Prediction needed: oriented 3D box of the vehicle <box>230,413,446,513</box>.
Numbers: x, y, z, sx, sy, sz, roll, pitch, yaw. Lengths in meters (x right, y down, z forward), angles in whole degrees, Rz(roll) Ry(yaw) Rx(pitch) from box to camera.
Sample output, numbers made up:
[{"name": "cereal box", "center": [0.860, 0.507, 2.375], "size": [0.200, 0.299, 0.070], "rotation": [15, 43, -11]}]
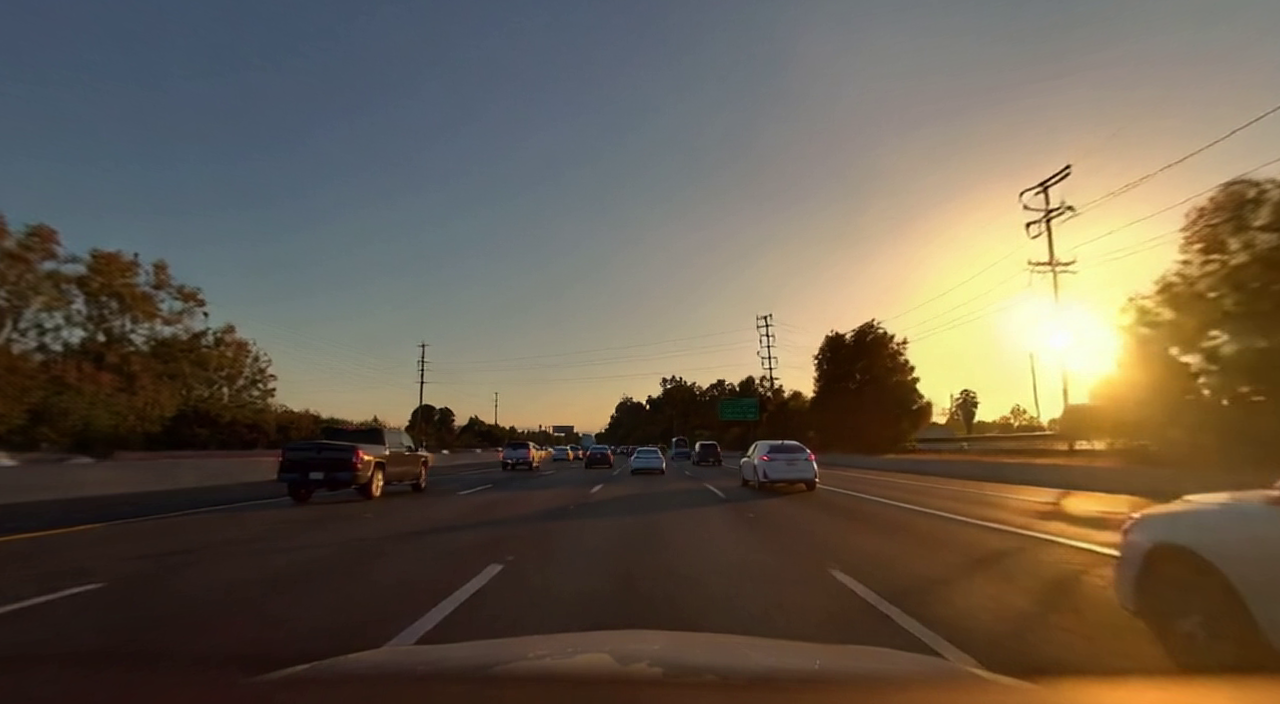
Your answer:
[{"name": "vehicle", "center": [-6.838, 2.618, 15.355], "size": [2.269, 1.936, 5.777], "rotation": [0, -9, 2]}]

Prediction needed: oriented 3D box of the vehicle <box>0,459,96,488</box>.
[{"name": "vehicle", "center": [-34.237, 6.996, 36.586], "size": [1.703, 1.479, 3.957], "rotation": [0, -9, 1]}]

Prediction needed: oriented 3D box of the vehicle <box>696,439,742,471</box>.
[{"name": "vehicle", "center": [4.623, 6.099, 37.563], "size": [2.195, 1.778, 4.455], "rotation": [0, -9, 1]}]

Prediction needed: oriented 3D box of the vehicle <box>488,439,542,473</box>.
[{"name": "vehicle", "center": [-6.655, 5.583, 34.005], "size": [1.978, 1.680, 4.263], "rotation": [0, -9, 1]}]

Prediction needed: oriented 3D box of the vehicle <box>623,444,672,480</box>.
[{"name": "vehicle", "center": [0.316, 4.714, 27.296], "size": [1.966, 1.444, 3.986], "rotation": [0, -9, 0]}]

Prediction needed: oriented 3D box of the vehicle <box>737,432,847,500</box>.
[{"name": "vehicle", "center": [4.131, 3.169, 17.930], "size": [2.002, 1.691, 4.290], "rotation": [0, -9, 0]}]

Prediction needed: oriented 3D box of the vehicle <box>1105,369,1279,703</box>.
[{"name": "vehicle", "center": [3.615, 0.682, 1.299], "size": [2.051, 1.595, 4.301], "rotation": [0, -9, 1]}]

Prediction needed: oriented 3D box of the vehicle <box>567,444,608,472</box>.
[{"name": "vehicle", "center": [-2.950, 6.019, 36.103], "size": [1.904, 1.479, 4.274], "rotation": [0, -9, 1]}]
